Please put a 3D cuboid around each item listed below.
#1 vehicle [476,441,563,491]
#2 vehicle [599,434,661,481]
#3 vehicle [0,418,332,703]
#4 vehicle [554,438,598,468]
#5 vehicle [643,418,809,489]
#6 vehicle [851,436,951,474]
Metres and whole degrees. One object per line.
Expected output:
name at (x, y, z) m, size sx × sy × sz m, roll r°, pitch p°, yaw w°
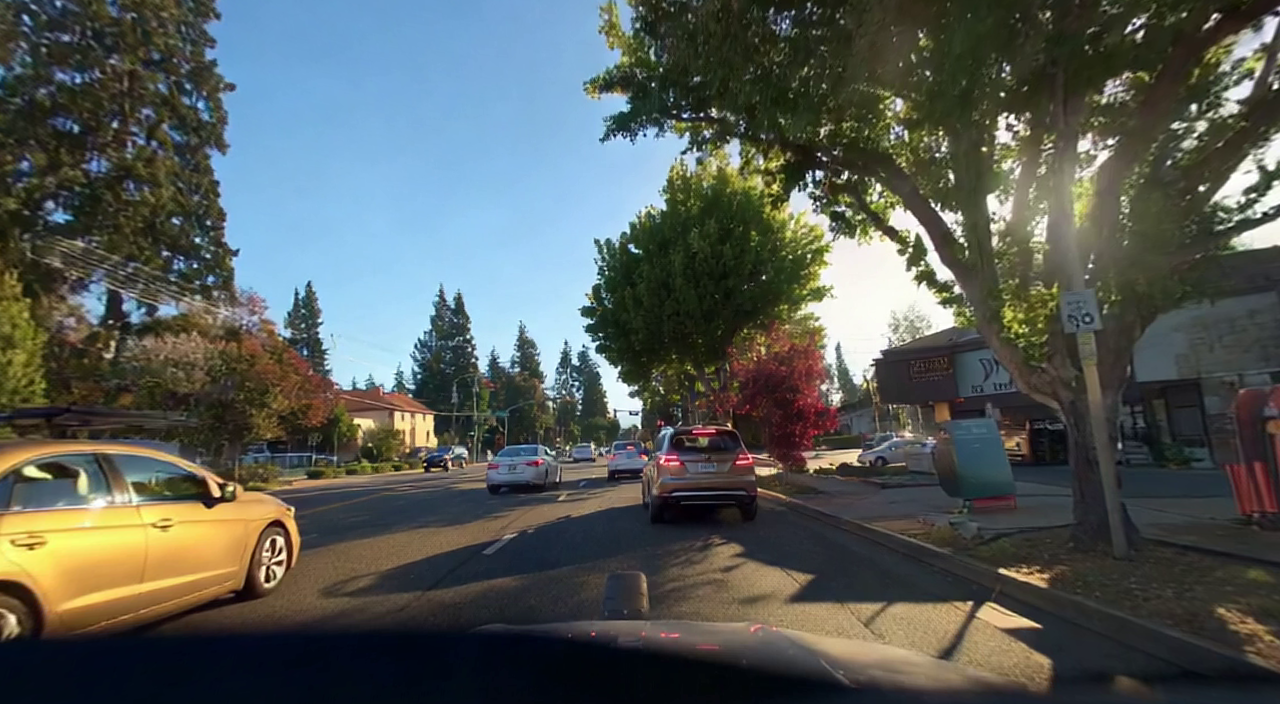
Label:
vehicle at (-3.825, 3.709, 20.731) m, size 2.042 × 1.470 × 4.123 m, roll 0°, pitch -9°, yaw 0°
vehicle at (-0.315, 4.084, 24.453) m, size 2.206 × 1.666 × 3.912 m, roll 0°, pitch -8°, yaw 1°
vehicle at (-4.048, 1.198, 3.930) m, size 2.026 × 1.466 × 4.282 m, roll 0°, pitch -8°, yaw 0°
vehicle at (-3.725, 5.983, 37.219) m, size 2.053 × 1.652 × 3.873 m, roll 0°, pitch -9°, yaw 2°
vehicle at (2.639, 3.117, 19.413) m, size 4.642 × 1.955 × 2.052 m, roll -4°, pitch -9°, yaw 23°
vehicle at (12.326, 4.893, 29.832) m, size 3.871 × 1.525 × 1.835 m, roll -3°, pitch -10°, yaw 0°
